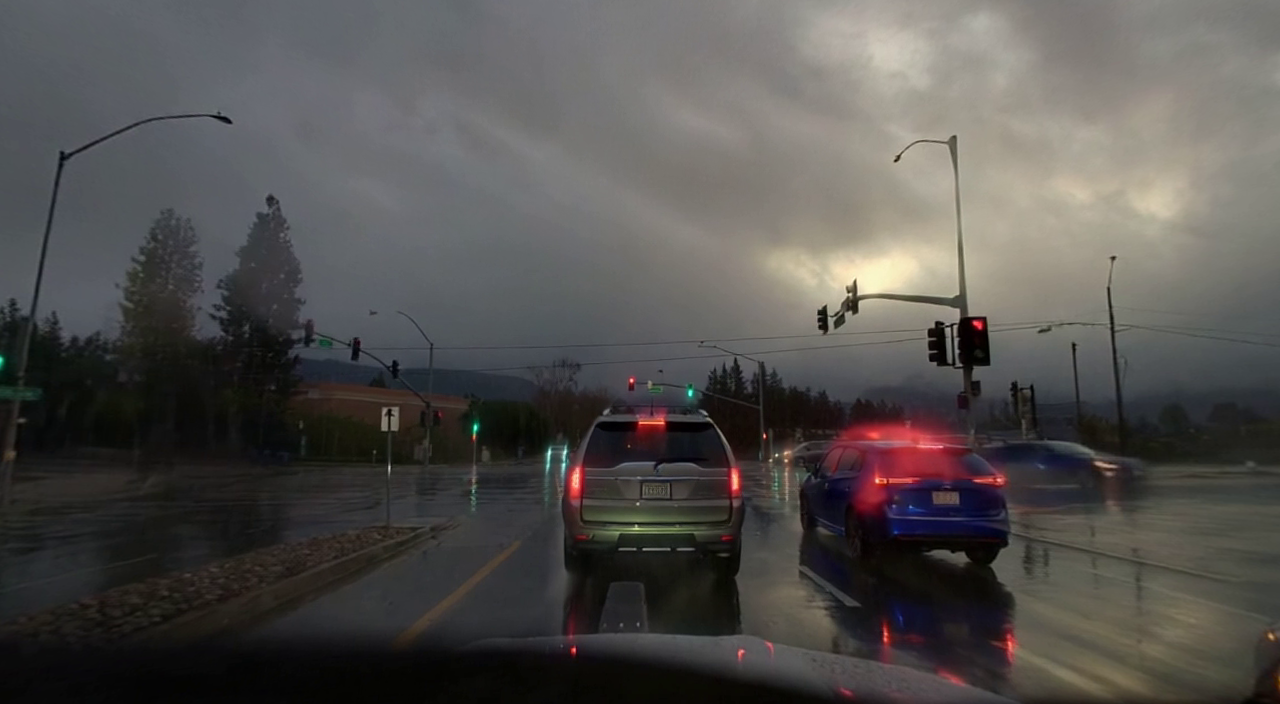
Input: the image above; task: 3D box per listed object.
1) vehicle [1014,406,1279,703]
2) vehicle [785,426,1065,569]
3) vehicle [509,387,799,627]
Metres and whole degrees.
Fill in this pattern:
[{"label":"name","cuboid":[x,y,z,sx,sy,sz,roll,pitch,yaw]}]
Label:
[{"label":"vehicle","cuboid":[3.155,0.817,1.420,1.924,1.466,4.461,0,-8,1]},{"label":"vehicle","cuboid":[3.516,1.857,8.858,1.861,1.495,4.215,0,-8,-1]},{"label":"vehicle","cuboid":[0.095,1.494,7.058,2.170,1.793,4.468,0,-8,0]}]
